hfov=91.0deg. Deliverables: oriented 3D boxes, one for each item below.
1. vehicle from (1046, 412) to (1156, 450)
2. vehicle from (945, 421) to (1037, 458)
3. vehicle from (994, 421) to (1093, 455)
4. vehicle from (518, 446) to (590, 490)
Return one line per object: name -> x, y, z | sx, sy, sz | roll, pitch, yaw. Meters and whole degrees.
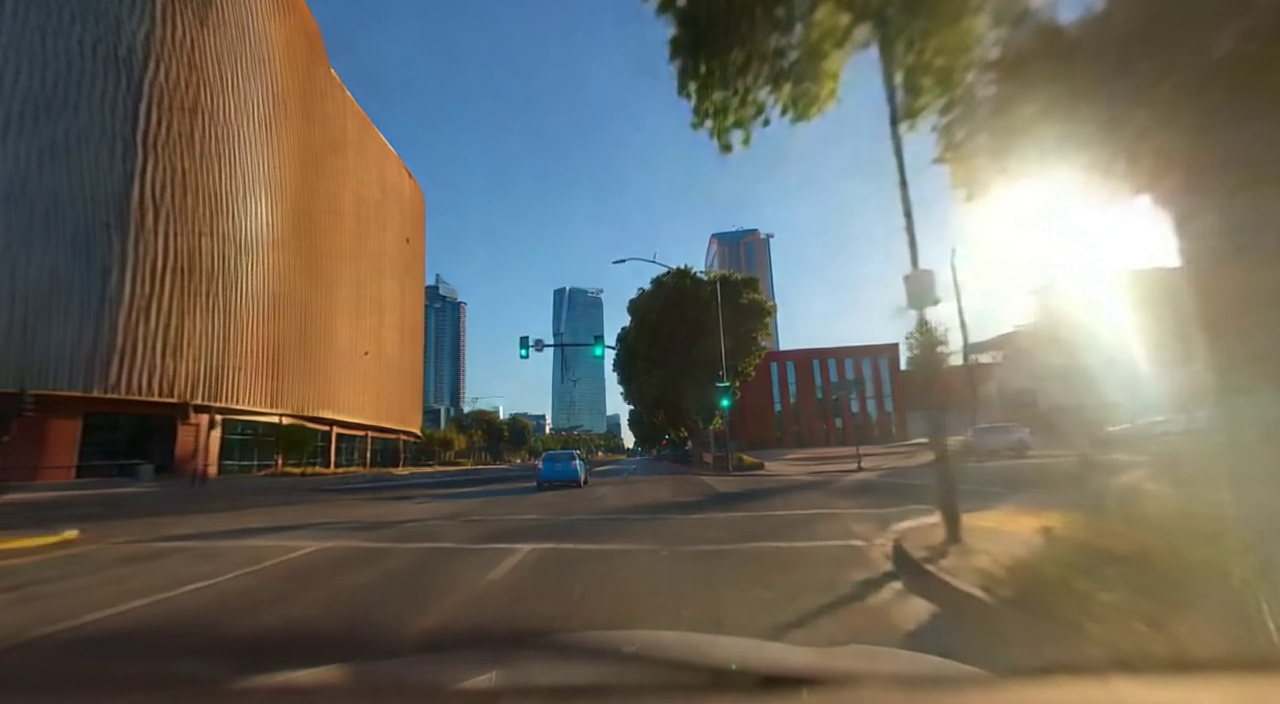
vehicle -> 21.963, 3.865, 30.274 | 1.928, 1.707, 4.381 | 0, -9, 0
vehicle -> 16.717, 4.240, 30.277 | 1.851, 1.594, 4.324 | 0, -9, 0
vehicle -> 19.297, 4.186, 30.368 | 2.004, 1.530, 4.158 | 0, -9, 0
vehicle -> -3.127, 4.331, 23.826 | 1.971, 1.486, 4.380 | -1, -9, 2
